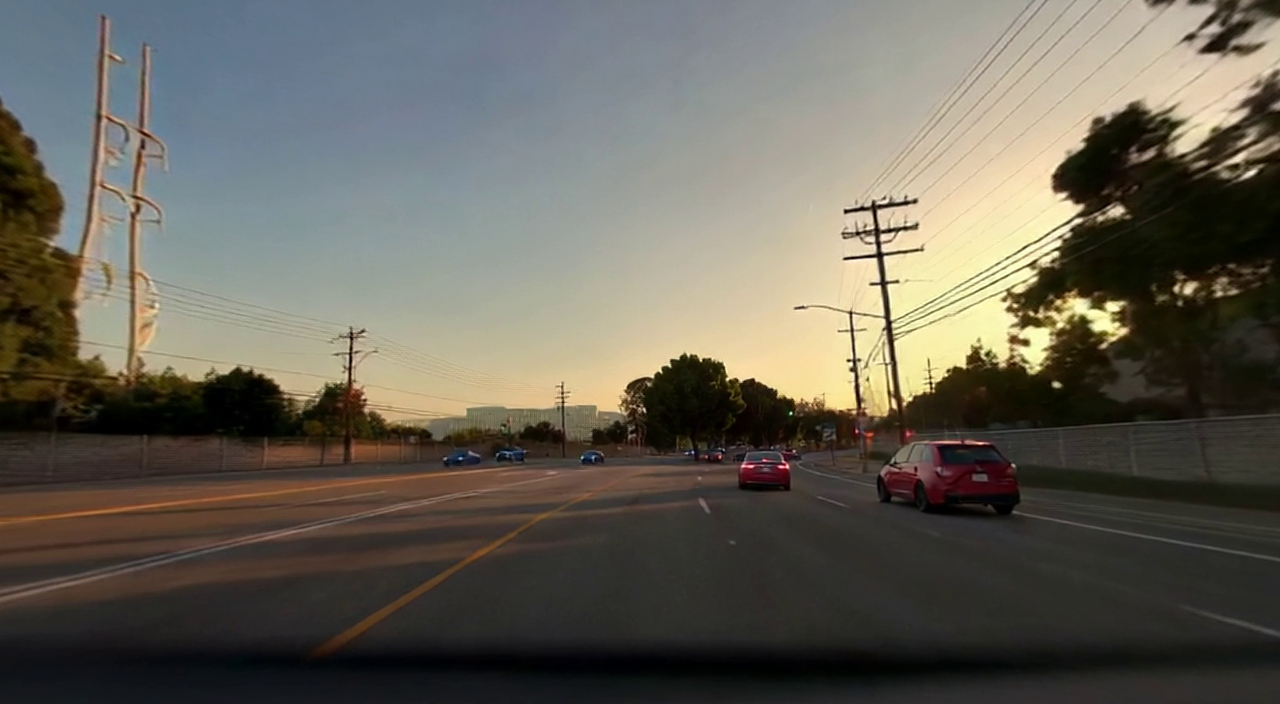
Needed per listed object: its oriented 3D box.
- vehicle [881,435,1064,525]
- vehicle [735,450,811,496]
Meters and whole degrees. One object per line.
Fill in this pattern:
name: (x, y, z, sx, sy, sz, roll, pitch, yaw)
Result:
vehicle: (7.627, 2.966, 15.132, 2.029, 1.795, 4.371, 0, -9, 1)
vehicle: (4.634, 4.263, 22.663, 2.035, 1.460, 4.392, -1, -9, 4)
